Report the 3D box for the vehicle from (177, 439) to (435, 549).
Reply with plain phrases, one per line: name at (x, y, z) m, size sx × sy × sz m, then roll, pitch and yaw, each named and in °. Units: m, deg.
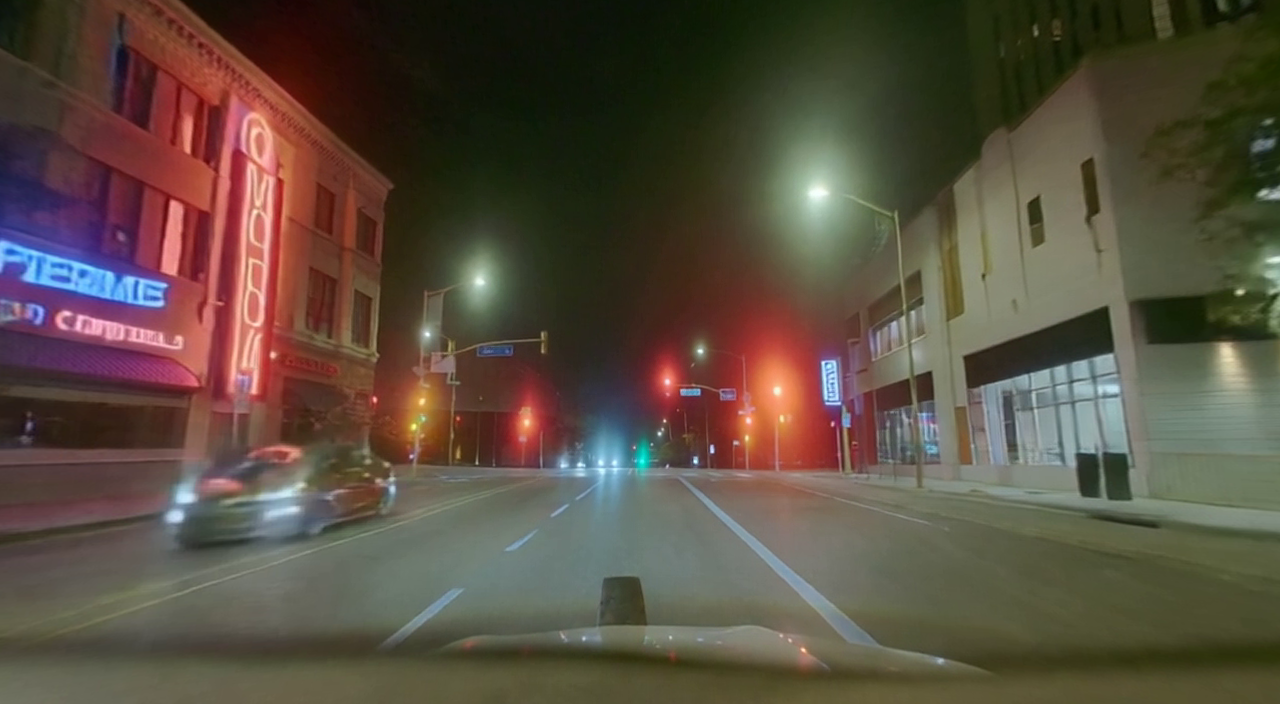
vehicle at (-5.333, 2.294, 10.964) m, size 1.984 × 1.489 × 4.515 m, roll 0°, pitch -9°, yaw 0°
